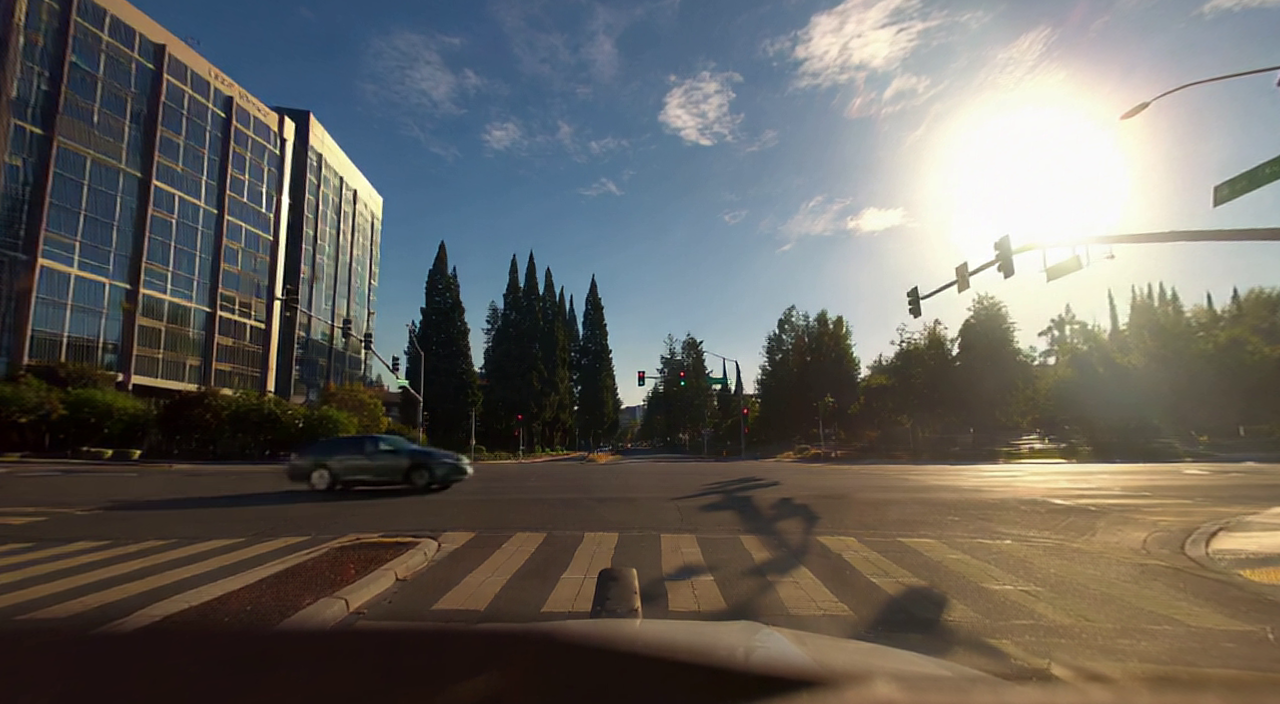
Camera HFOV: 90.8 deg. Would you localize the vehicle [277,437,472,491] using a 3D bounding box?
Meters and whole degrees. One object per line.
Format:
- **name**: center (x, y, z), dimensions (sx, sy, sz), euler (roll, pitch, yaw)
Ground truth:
- **vehicle**: center (-7.681, 3.281, 18.670), dimensions (4.838, 1.468, 2.052), euler (0, -9, 1)
